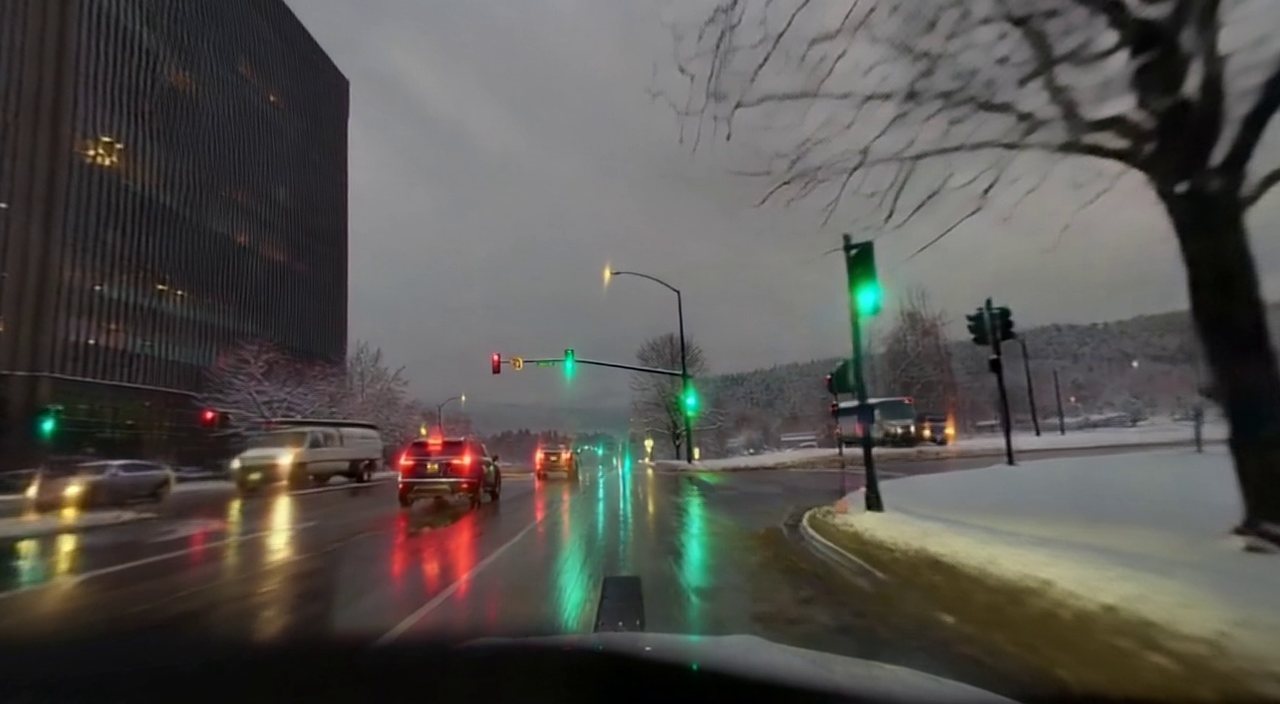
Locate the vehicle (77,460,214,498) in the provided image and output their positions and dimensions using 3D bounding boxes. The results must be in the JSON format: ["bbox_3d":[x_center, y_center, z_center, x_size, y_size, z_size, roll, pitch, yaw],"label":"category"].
[{"bbox_3d":[-23.615,6.053,30.307,2.103,1.590,4.613,-4,-10,24],"label":"vehicle"}]

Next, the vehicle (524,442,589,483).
[{"bbox_3d":[-4.053,5.465,31.457,2.384,1.849,5.009,0,-9,2],"label":"vehicle"}]

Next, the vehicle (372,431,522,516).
[{"bbox_3d":[-4.465,2.912,15.471,2.169,1.741,4.588,0,-9,1],"label":"vehicle"}]

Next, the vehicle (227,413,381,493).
[{"bbox_3d":[-16.996,5.273,32.832,3.394,3.584,8.313,0,-9,0],"label":"vehicle"}]

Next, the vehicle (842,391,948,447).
[{"bbox_3d":[15.113,4.101,37.734,4.005,2.827,4.538,4,-11,-11],"label":"vehicle"}]
